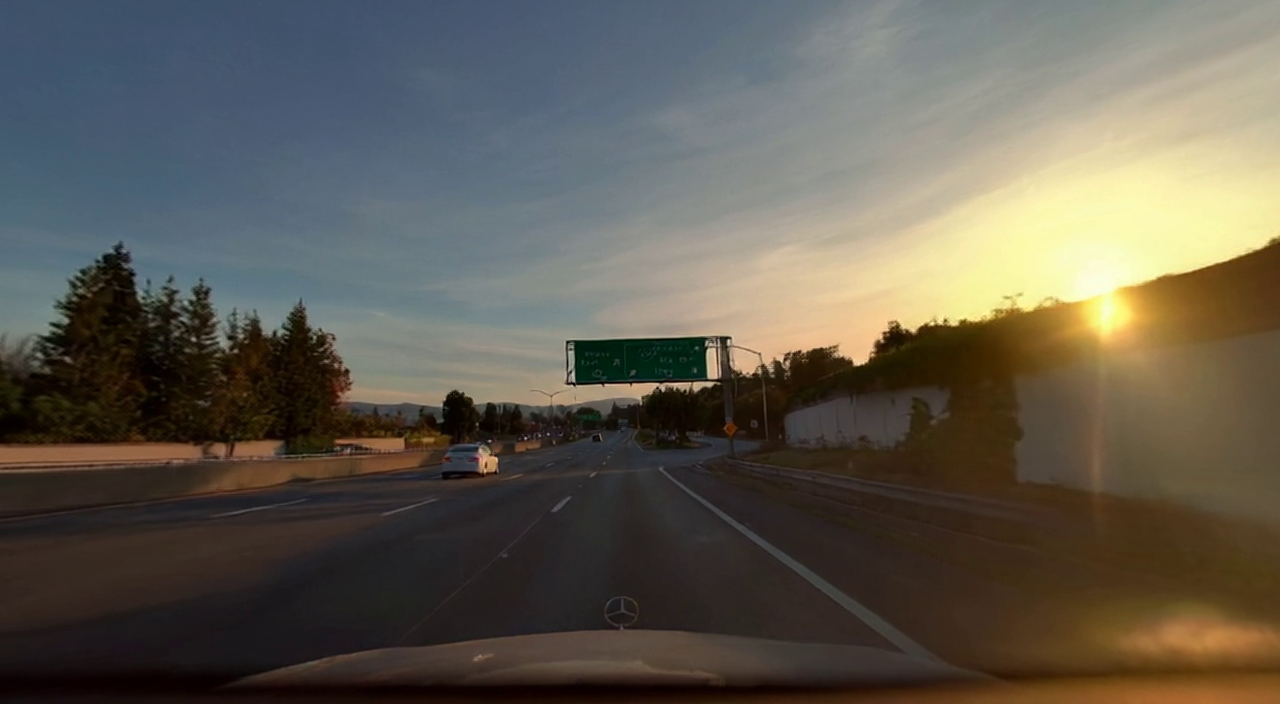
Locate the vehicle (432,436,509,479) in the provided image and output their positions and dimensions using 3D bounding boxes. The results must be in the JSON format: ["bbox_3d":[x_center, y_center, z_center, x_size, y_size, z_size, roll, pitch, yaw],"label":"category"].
[{"bbox_3d":[-7.351,4.638,27.976,2.115,1.711,4.722,0,-9,0],"label":"vehicle"}]
